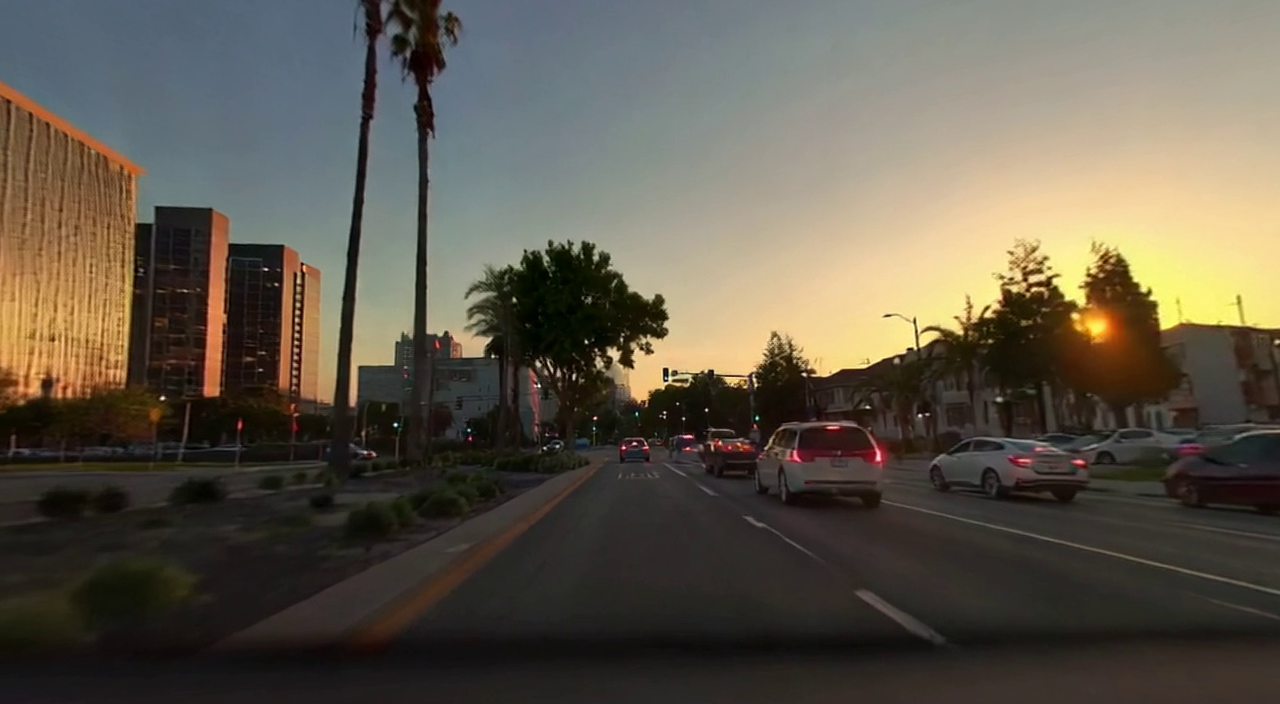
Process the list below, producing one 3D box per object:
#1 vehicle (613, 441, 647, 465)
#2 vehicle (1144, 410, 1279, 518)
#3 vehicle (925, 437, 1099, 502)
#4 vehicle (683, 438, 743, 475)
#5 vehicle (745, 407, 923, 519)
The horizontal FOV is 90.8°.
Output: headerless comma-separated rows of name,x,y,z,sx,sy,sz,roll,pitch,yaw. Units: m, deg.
vehicle,-0.662,6.550,41.114,2.115,1.464,4.205,0,-9,-2
vehicle,12.723,2.053,11.590,2.157,1.937,5.386,0,-9,-5
vehicle,9.680,3.071,16.950,1.871,1.465,4.395,0,-9,-2
vehicle,3.189,4.675,28.464,2.010,1.509,4.377,0,-9,-3
vehicle,3.754,2.273,13.327,2.104,1.910,4.693,0,-9,-2
